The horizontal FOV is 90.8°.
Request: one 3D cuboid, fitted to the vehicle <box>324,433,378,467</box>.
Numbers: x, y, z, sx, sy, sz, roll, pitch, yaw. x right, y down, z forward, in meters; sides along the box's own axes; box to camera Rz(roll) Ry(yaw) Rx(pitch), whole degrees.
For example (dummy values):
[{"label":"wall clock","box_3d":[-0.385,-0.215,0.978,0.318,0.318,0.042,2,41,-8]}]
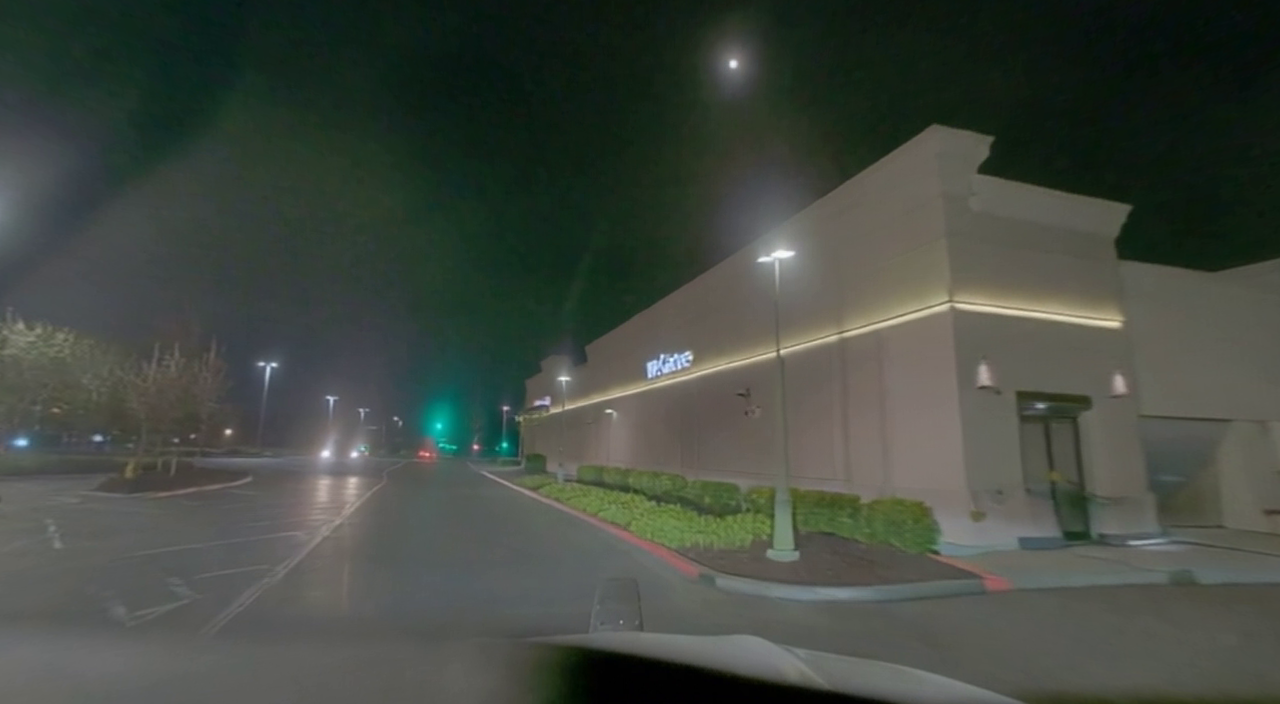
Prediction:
[{"label":"vehicle","box_3d":[-16.369,5.559,36.010,2.180,1.806,4.541,3,-8,-18]}]
